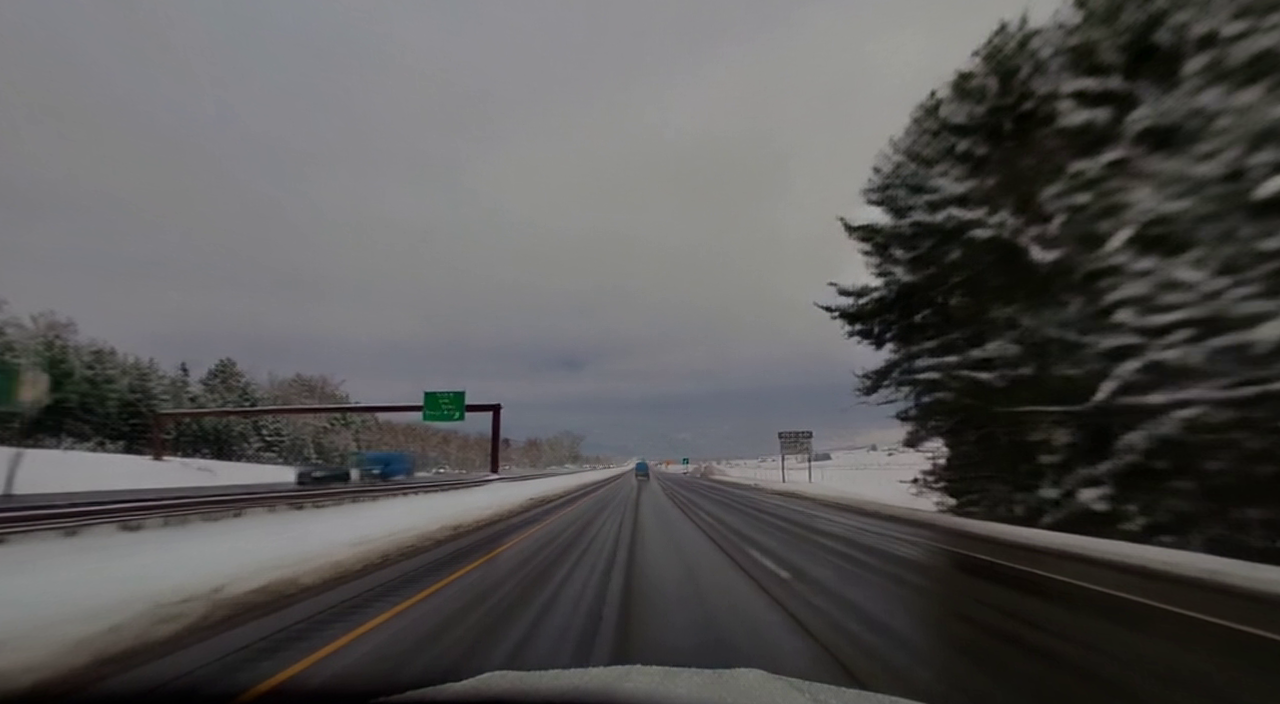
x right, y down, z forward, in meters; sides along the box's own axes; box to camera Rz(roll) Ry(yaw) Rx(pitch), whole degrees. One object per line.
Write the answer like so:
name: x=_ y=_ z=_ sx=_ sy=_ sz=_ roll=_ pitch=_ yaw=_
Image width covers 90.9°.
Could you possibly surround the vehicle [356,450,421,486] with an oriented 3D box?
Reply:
vehicle: x=-19.070 y=8.880 z=48.178 sx=2.391 sy=2.511 sz=5.870 roll=1 pitch=-10 yaw=1
